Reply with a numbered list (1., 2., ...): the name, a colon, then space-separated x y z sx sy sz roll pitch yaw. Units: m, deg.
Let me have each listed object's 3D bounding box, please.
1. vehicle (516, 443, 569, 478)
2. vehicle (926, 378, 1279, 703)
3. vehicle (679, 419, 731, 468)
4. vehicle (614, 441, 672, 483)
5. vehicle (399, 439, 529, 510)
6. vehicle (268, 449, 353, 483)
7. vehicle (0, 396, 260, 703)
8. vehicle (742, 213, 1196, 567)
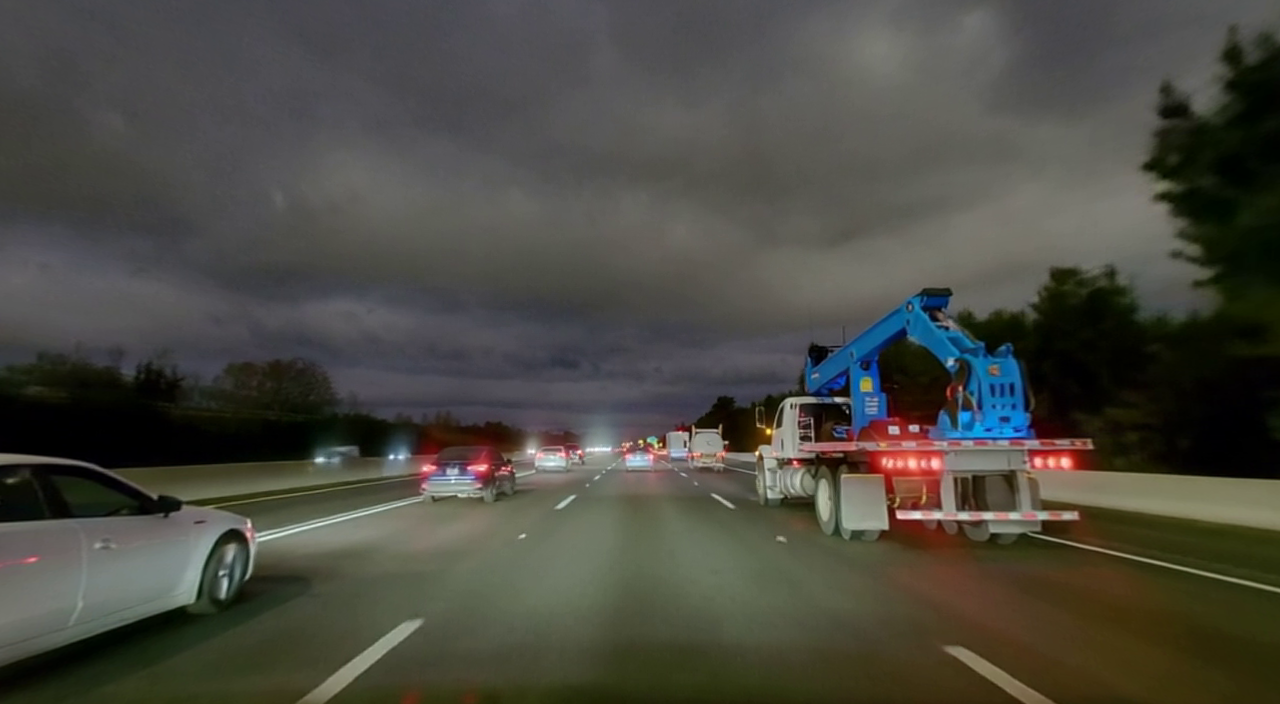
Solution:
1. vehicle: -4.570 5.150 30.006 1.858 1.527 3.974 0 -9 0
2. vehicle: 4.054 0.981 3.032 2.599 1.631 5.693 0 -9 -1
3. vehicle: 4.010 5.898 40.108 2.416 2.829 7.016 0 -9 -2
4. vehicle: 0.078 4.385 25.229 2.150 1.498 3.988 0 -9 -1
5. vehicle: -4.233 3.008 15.934 1.880 1.507 4.757 0 -9 1
6. vehicle: -16.483 5.674 31.601 1.932 1.563 4.305 0 -9 0
7. vehicle: -4.173 1.009 3.105 1.978 1.556 4.119 0 -9 0
8. vehicle: 3.943 0.958 10.581 2.975 3.618 8.456 0 -9 0
